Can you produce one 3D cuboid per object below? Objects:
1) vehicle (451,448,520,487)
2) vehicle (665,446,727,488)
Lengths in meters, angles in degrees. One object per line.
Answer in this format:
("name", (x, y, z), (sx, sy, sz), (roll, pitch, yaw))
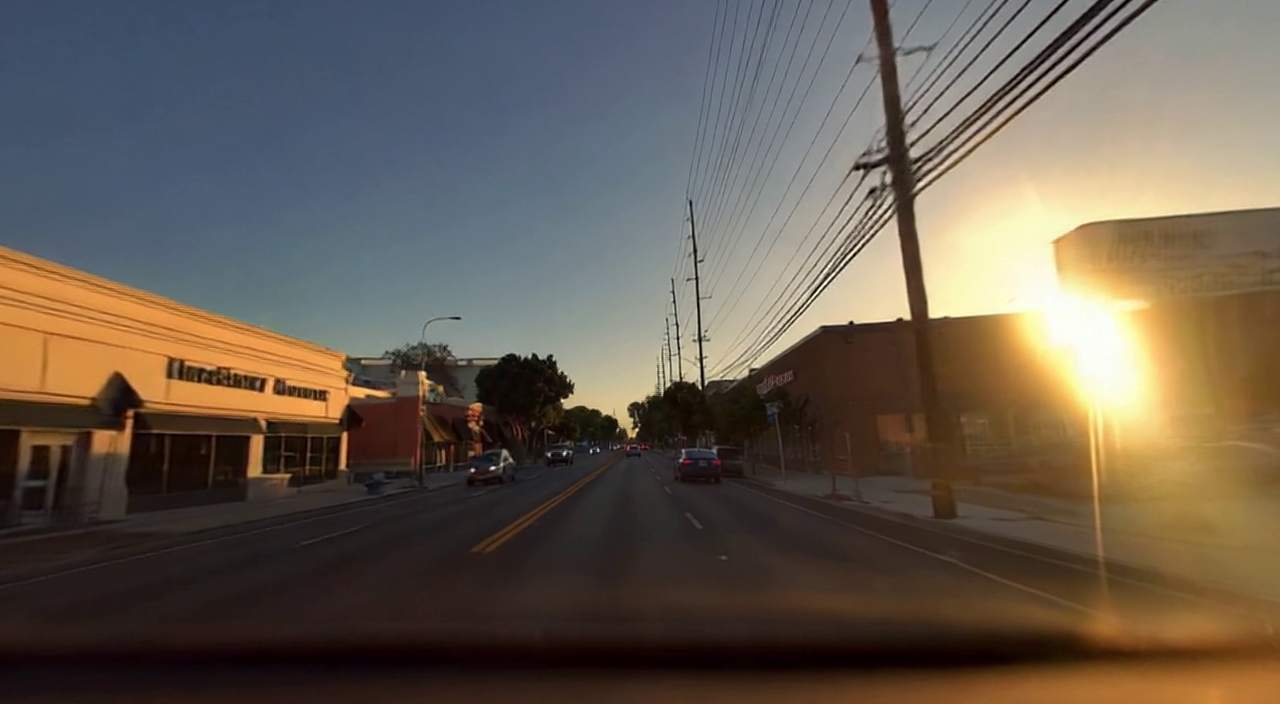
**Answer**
("vehicle", (-6.478, 4.869, 26.996), (1.868, 1.466, 4.397), (0, -9, 0))
("vehicle", (2.068, 4.403, 24.532), (1.975, 1.497, 3.647), (0, -9, -2))
